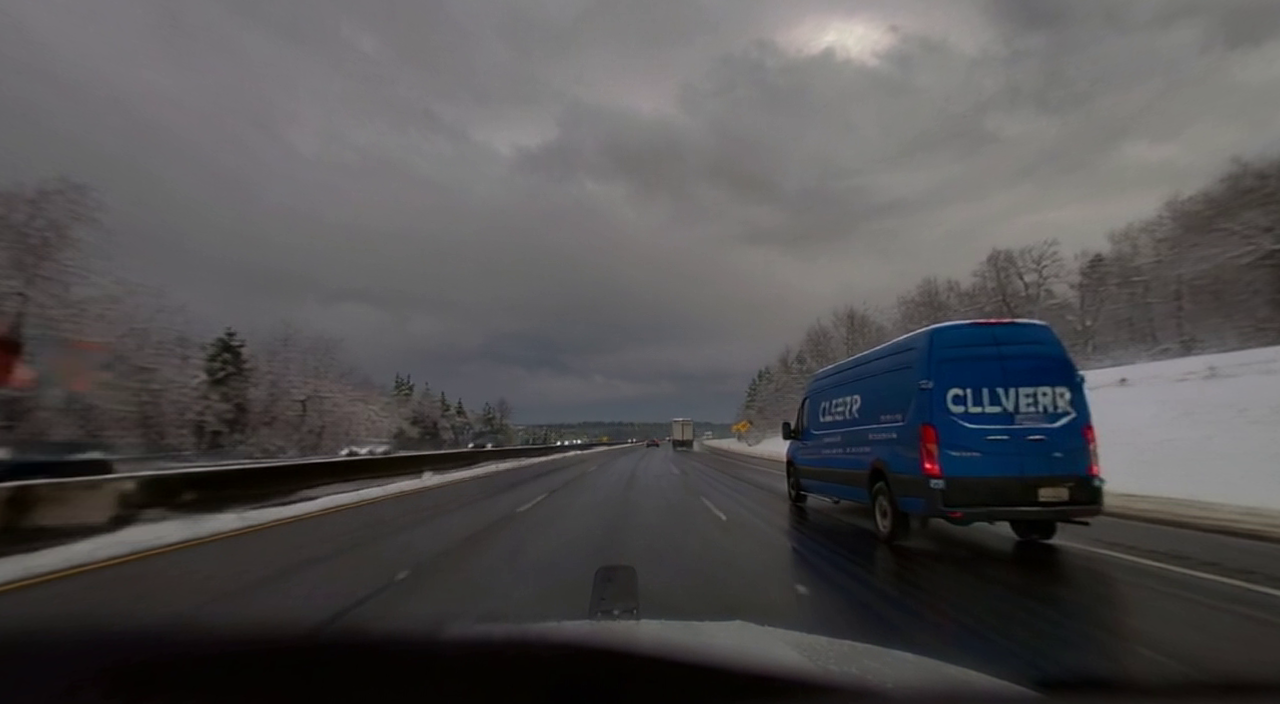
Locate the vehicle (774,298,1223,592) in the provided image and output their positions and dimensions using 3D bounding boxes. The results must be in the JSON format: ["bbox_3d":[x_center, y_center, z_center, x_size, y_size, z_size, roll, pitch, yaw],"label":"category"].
[{"bbox_3d":[3.727,1.173,8.339,2.485,2.562,5.535,0,-8,-2],"label":"vehicle"}]

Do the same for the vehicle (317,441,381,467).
[{"bbox_3d":[-18.330,6.425,39.914,1.910,1.510,4.516,-1,-8,0],"label":"vehicle"}]
